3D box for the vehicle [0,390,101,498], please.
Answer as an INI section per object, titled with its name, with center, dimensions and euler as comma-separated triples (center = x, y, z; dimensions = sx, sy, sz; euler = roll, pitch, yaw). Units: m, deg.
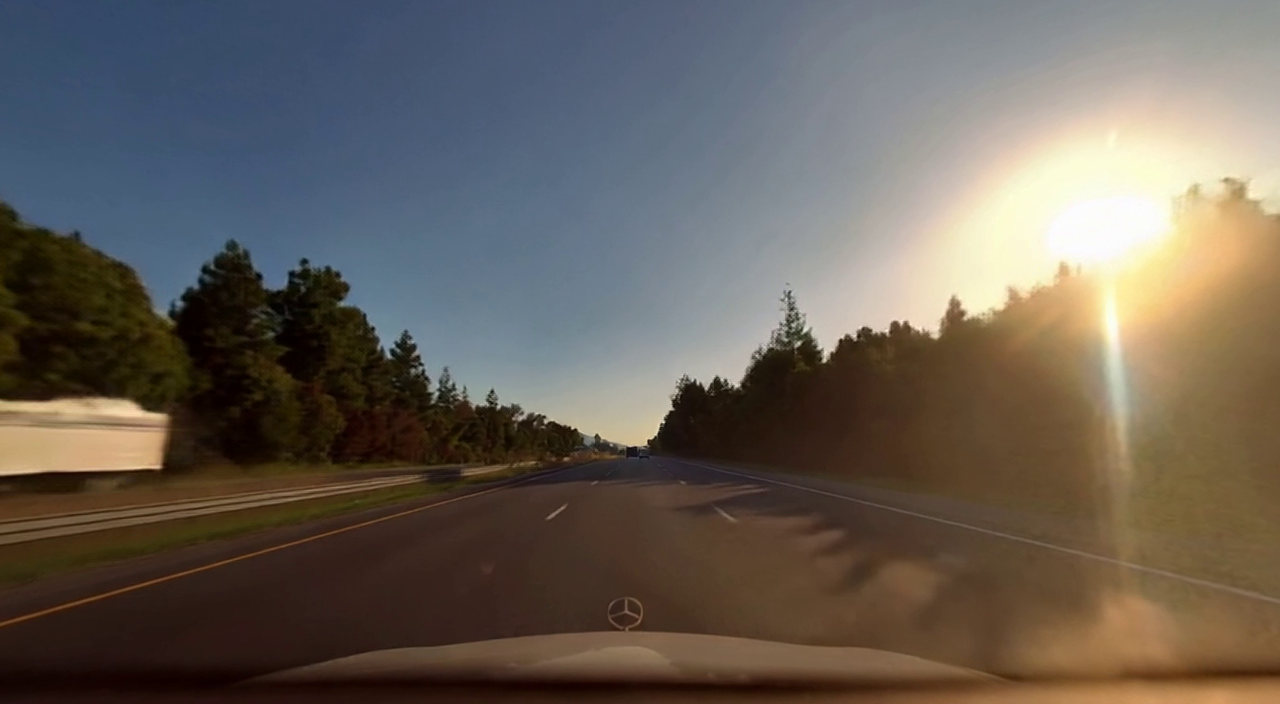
[vehicle]
center = -19.615, 2.510, 17.166
dimensions = 3.661, 2.973, 6.879
euler = 0, -9, 0
